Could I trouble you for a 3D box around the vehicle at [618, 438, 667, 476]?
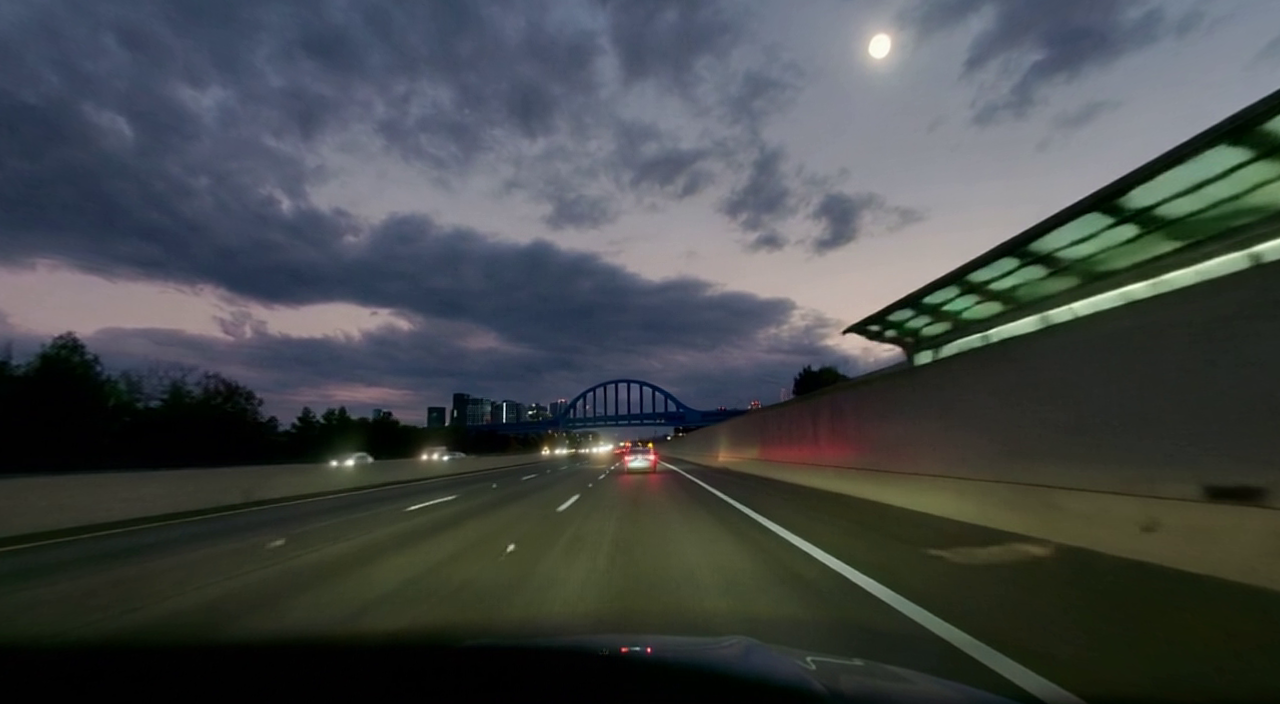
[{"bbox_3d":[0.081,5.230,31.507,2.299,1.716,4.579,0,-9,-1],"label":"vehicle"}]
